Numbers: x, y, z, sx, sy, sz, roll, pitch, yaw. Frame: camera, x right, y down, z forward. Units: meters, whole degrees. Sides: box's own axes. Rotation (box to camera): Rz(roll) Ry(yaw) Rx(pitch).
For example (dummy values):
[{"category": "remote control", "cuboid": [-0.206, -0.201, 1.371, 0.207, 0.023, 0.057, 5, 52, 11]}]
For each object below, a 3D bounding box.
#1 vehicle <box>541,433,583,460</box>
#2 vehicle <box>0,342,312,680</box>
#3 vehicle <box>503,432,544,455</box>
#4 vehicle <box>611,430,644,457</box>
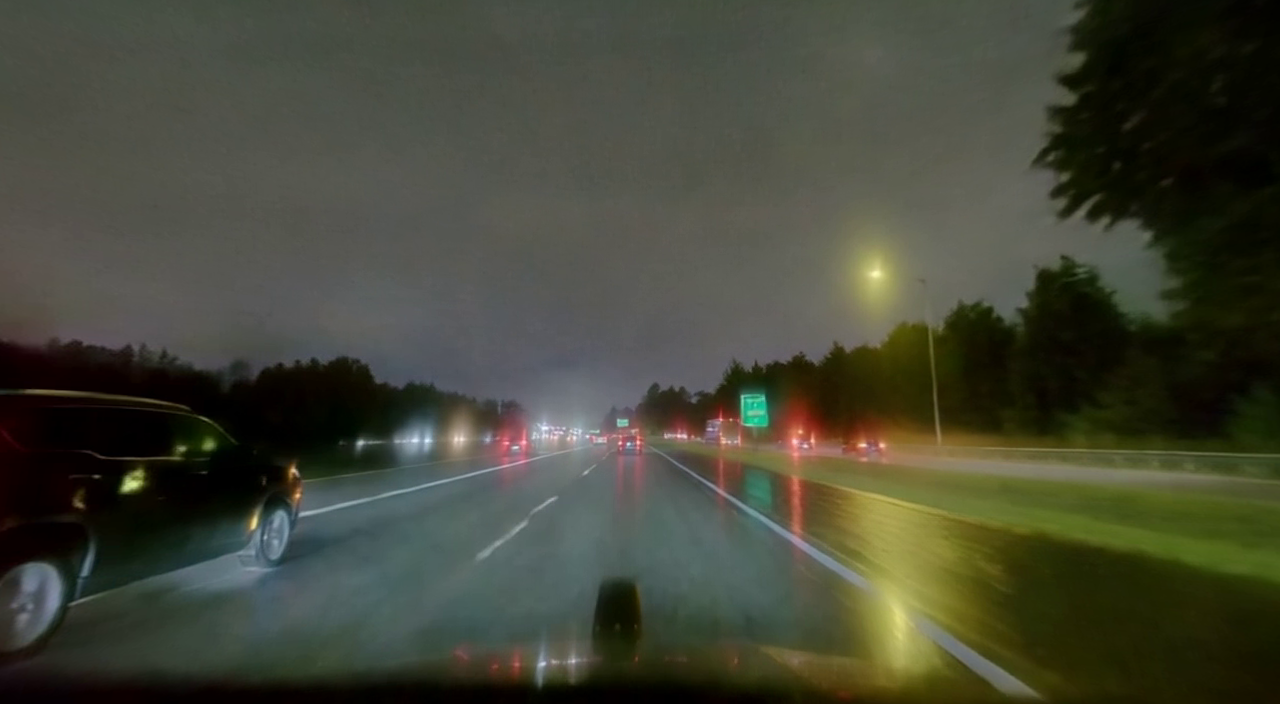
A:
[{"category": "vehicle", "cuboid": [-4.389, 5.359, 35.854, 1.909, 1.445, 4.087, 0, -8, 0]}, {"category": "vehicle", "cuboid": [-4.479, 1.006, 4.478, 1.971, 1.822, 4.366, 0, -8, -1]}, {"category": "vehicle", "cuboid": [-8.249, 6.533, 44.983, 1.953, 1.524, 4.863, 0, -8, 0]}, {"category": "vehicle", "cuboid": [-0.743, 5.753, 39.573, 2.002, 1.611, 3.778, 0, -8, 0]}]
